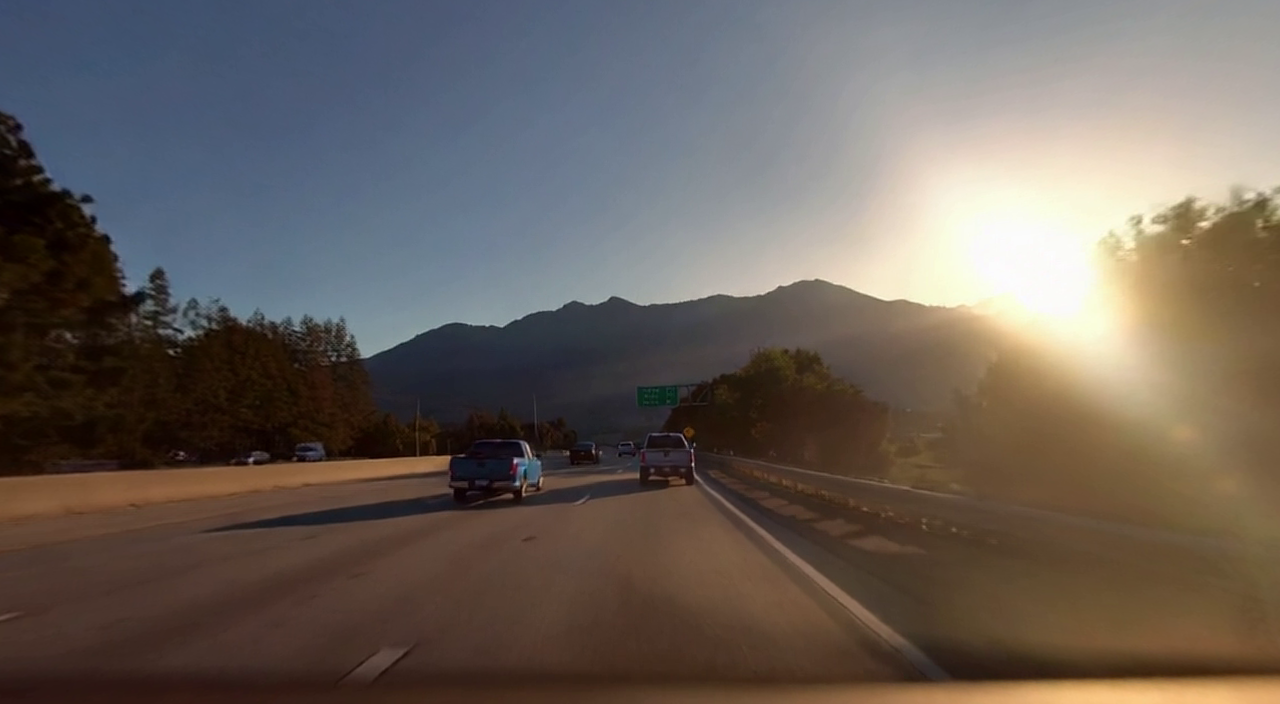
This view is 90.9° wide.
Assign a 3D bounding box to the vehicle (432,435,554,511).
[{"bbox_3d":[-3.428,2.906,15.579,1.959,1.604,4.065,-1,-9,1],"label":"vehicle"}]

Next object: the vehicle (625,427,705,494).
[{"bbox_3d":[0.746,3.449,20.421,2.229,1.837,5.387,-1,-9,1],"label":"vehicle"}]

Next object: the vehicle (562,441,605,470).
[{"bbox_3d":[-3.314,6.186,37.855,2.106,1.651,4.040,-1,-9,2],"label":"vehicle"}]
